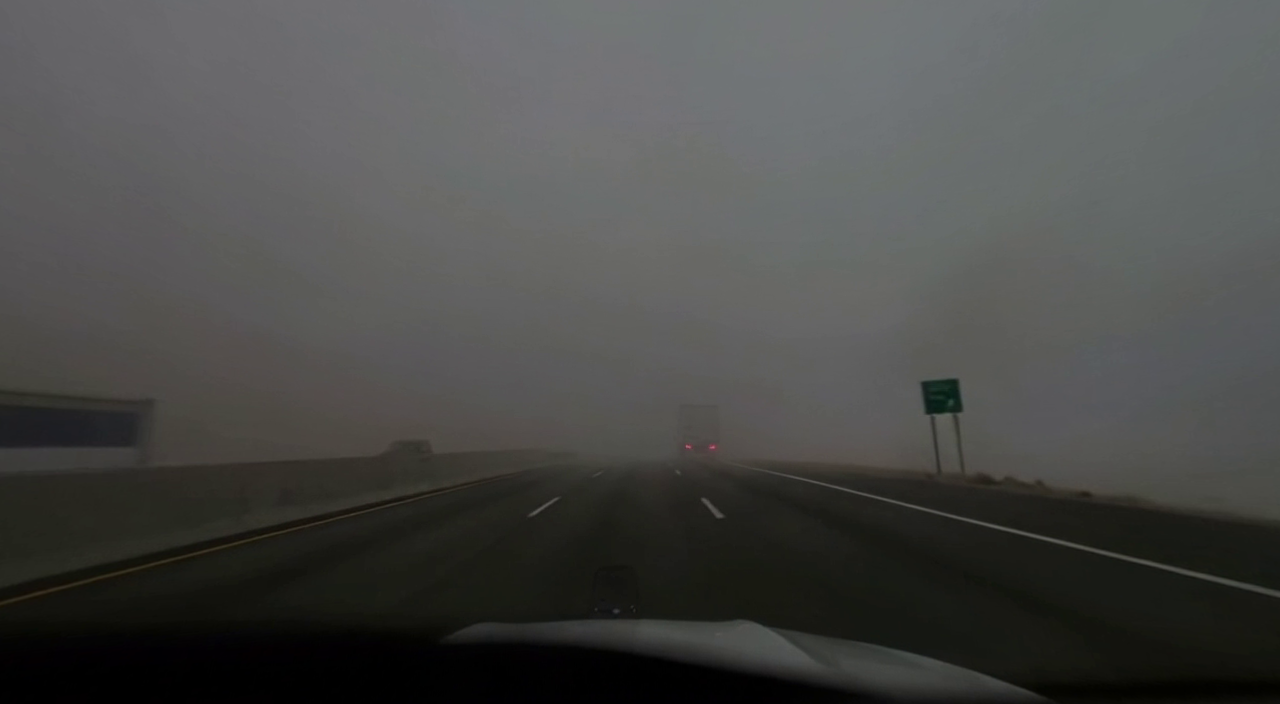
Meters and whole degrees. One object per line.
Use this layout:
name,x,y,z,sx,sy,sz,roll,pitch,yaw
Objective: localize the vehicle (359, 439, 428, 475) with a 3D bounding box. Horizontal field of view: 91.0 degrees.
vehicle,-18.666,7.924,48.193,2.288,2.531,6.938,-1,-8,2
